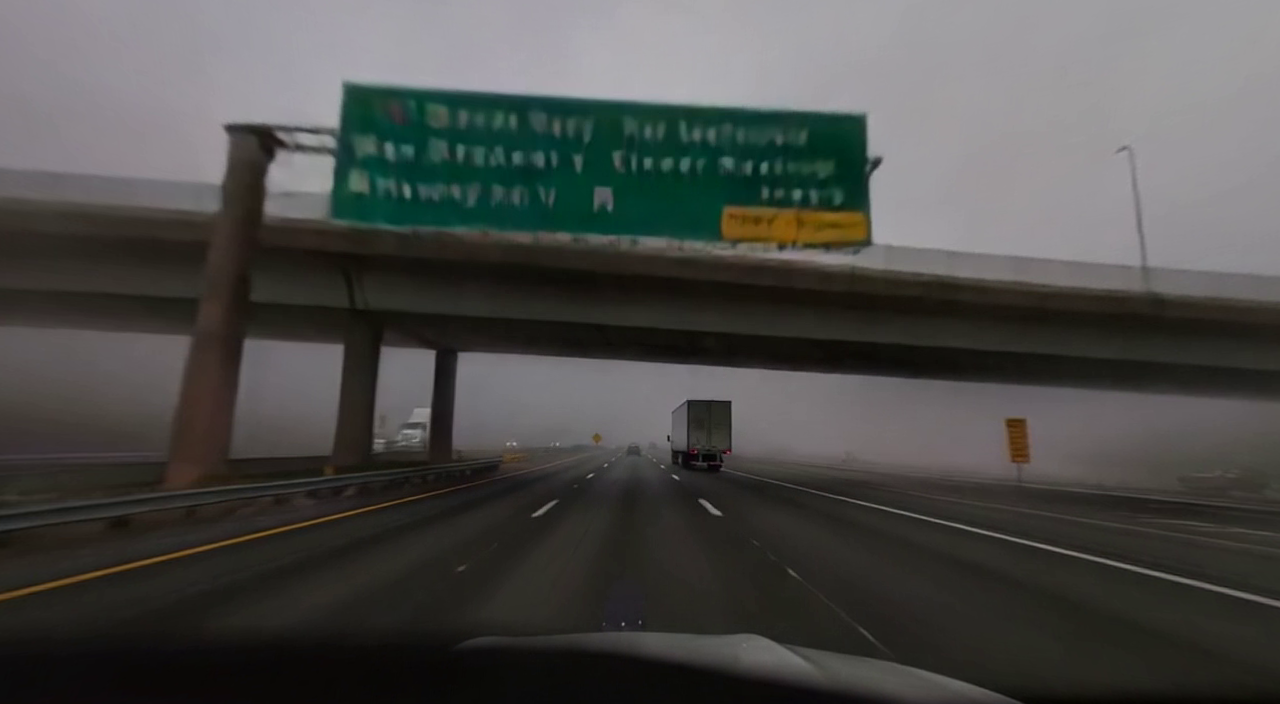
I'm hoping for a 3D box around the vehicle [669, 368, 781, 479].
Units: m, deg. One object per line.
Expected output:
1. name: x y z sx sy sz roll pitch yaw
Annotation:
1. vehicle: 3.601 3.808 31.455 3.323 4.262 14.056 0 -9 -1
